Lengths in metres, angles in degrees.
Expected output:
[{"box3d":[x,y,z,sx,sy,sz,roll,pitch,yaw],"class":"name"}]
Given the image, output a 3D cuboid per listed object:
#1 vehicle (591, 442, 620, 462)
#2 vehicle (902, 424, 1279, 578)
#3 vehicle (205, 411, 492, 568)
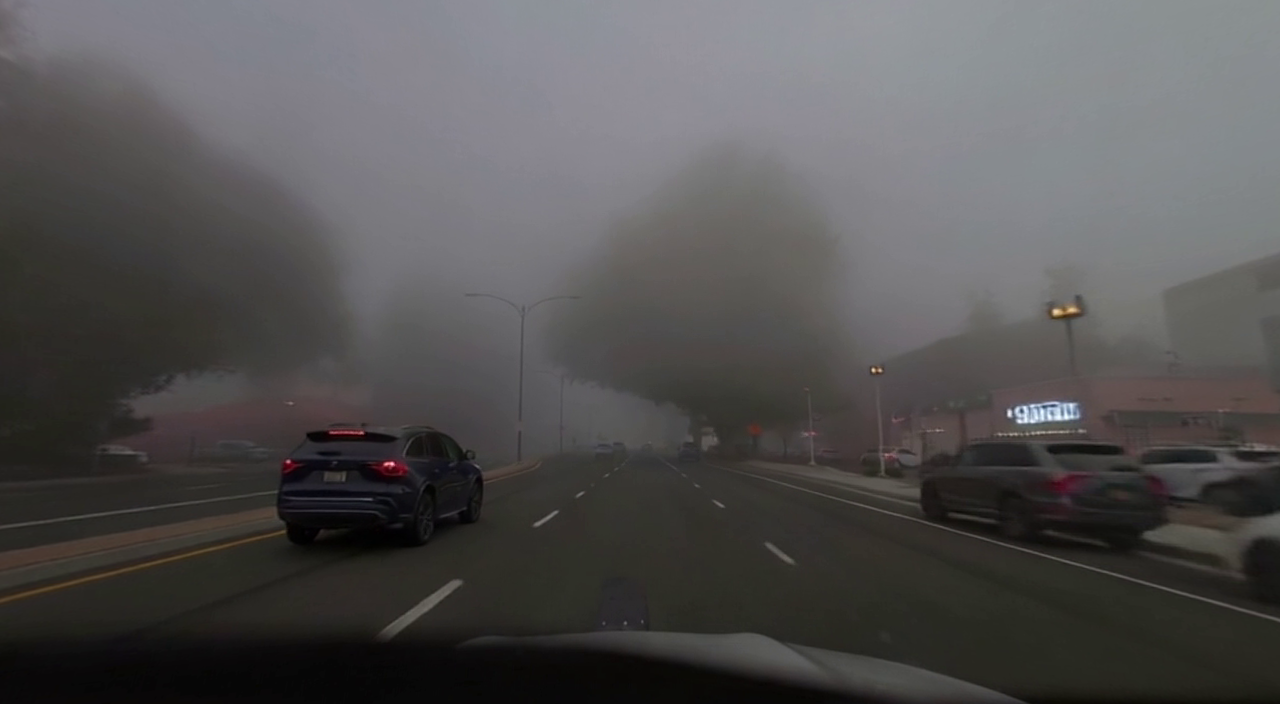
[{"box3d":[-2.655,7.817,49.467,2.005,1.446,4.265,0,-8,1],"class":"vehicle"},{"box3d":[6.764,2.197,10.491,2.335,1.790,5.991,0,-8,1],"class":"vehicle"},{"box3d":[-3.526,1.732,8.641,1.983,1.635,3.957,0,-8,1],"class":"vehicle"}]
